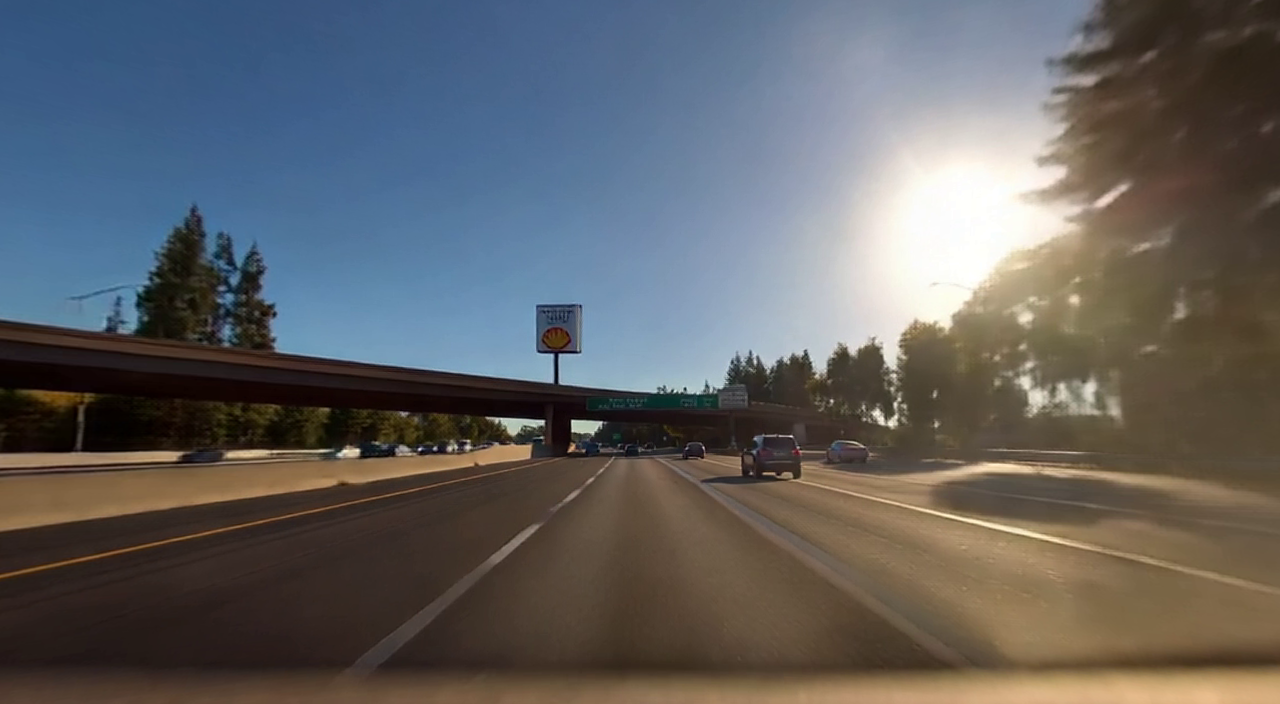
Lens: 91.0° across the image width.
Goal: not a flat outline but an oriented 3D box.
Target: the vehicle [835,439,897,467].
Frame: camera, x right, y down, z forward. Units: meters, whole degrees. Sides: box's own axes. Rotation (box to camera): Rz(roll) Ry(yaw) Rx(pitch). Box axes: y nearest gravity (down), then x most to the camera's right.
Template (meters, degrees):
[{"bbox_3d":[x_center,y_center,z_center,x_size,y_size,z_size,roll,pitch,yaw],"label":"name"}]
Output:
[{"bbox_3d":[13.969,6.268,39.167,2.072,1.611,4.387,0,-9,-2],"label":"vehicle"}]

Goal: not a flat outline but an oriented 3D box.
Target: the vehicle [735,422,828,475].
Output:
[{"bbox_3d":[6.989,4.940,32.335,2.779,2.339,8.073,0,-9,-1],"label":"vehicle"}]
